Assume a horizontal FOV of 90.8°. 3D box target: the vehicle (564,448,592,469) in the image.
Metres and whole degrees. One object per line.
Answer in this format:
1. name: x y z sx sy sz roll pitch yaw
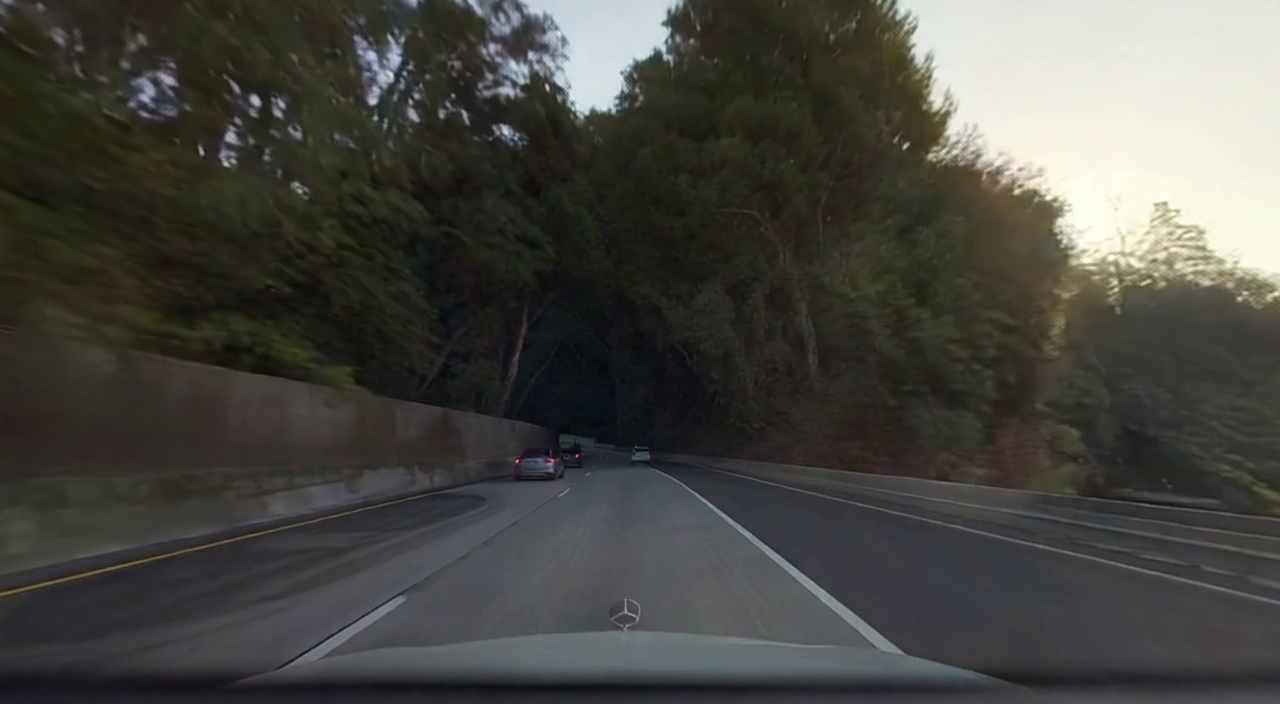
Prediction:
1. vehicle: -4.761 8.241 49.010 1.838 1.508 4.317 0 -9 -1

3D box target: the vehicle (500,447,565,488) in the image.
1. vehicle: -4.177 4.528 25.081 1.897 1.481 3.859 0 -9 0
